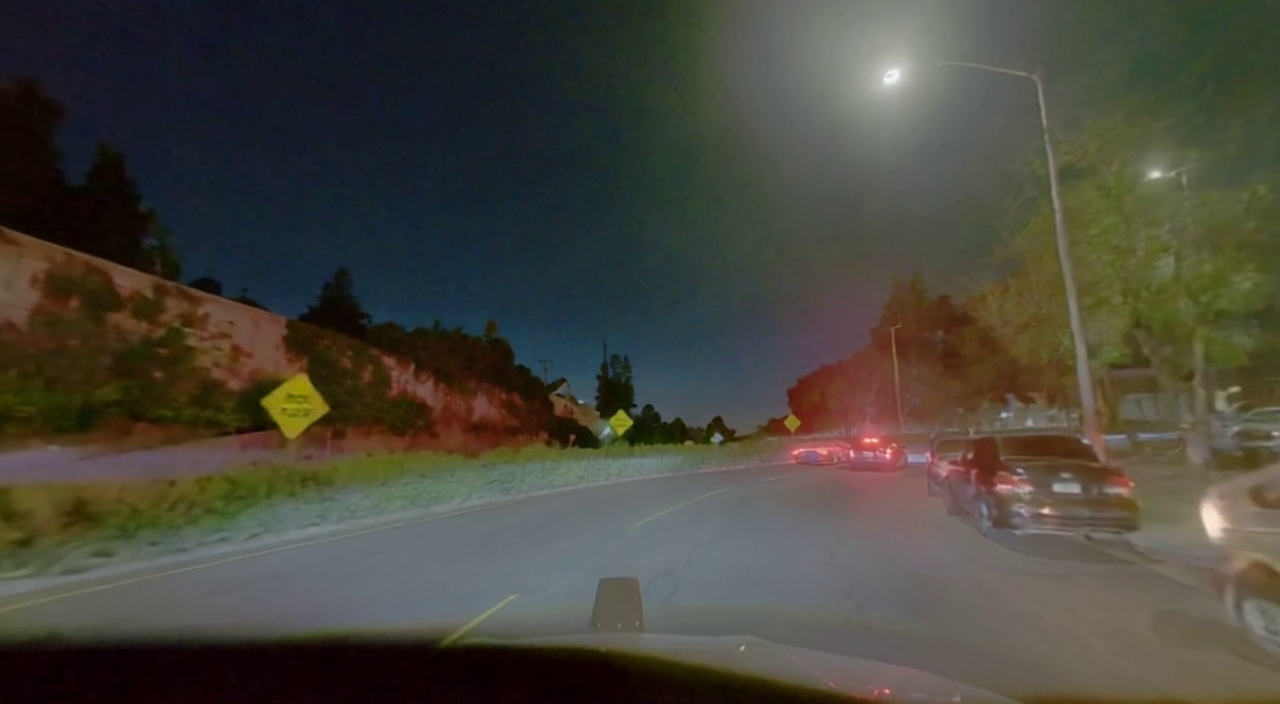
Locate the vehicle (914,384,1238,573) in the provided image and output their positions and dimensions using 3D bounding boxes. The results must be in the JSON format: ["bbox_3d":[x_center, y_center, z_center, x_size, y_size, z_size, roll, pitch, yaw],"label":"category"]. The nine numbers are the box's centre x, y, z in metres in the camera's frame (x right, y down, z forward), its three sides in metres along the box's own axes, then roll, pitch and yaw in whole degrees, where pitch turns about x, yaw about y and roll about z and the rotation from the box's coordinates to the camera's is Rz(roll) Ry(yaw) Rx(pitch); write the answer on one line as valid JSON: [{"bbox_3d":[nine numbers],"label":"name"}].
[{"bbox_3d":[5.374,1.607,8.753,2.269,1.841,4.569,-3,-9,16],"label":"vehicle"}]

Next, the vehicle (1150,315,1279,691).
[{"bbox_3d":[4.040,0.520,1.543,2.081,1.866,4.648,-1,-8,7],"label":"vehicle"}]
